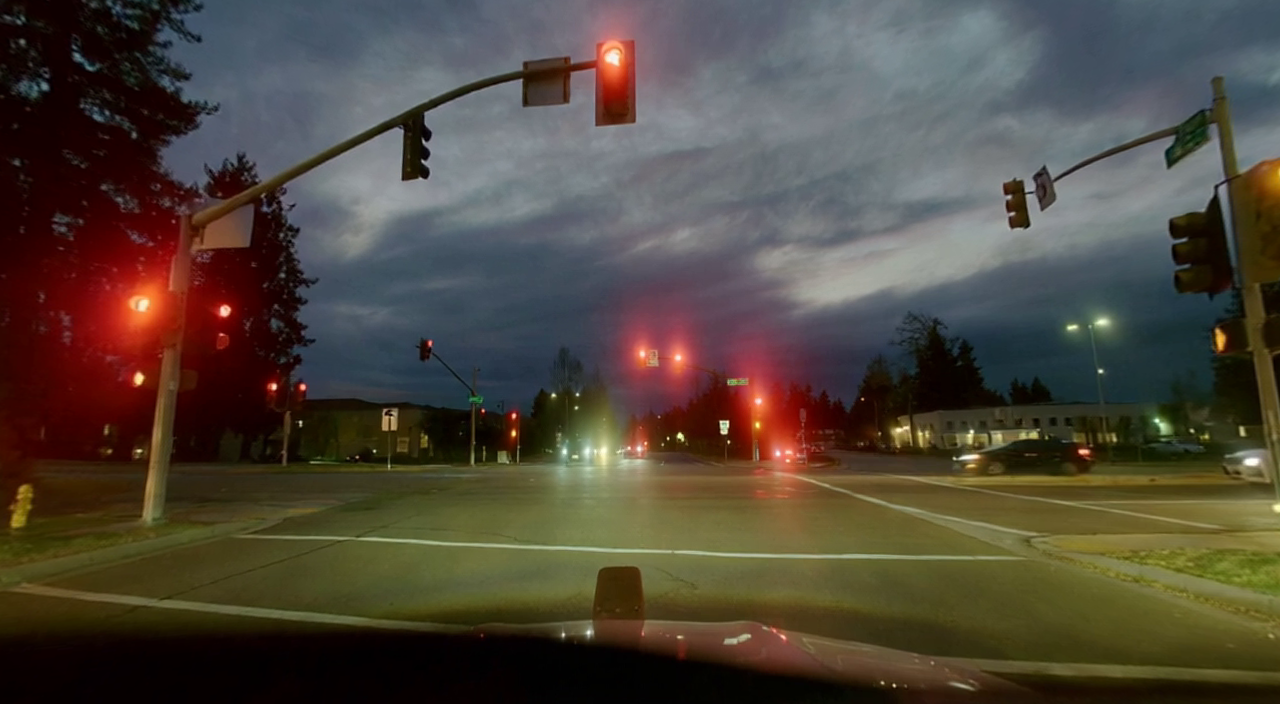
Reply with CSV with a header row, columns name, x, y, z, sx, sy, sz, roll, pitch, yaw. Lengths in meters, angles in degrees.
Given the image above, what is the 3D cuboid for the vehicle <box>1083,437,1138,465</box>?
name,x,y,z,sx,sy,sz,roll,pitch,yaw
vehicle,26.969,5.654,36.141,2.092,1.474,4.046,-8,-11,41

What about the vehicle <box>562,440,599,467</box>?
name,x,y,z,sx,sy,sz,roll,pitch,yaw
vehicle,-4.114,7.104,44.251,2.251,1.756,4.610,0,-9,-2

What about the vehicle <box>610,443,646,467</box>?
name,x,y,z,sx,sy,sz,roll,pitch,yaw
vehicle,-0.873,6.852,42.128,2.056,1.492,3.937,1,-9,-6

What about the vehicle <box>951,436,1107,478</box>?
name,x,y,z,sx,sy,sz,roll,pitch,yaw
vehicle,14.601,3.988,24.024,4.588,1.484,2.000,-3,-9,14
